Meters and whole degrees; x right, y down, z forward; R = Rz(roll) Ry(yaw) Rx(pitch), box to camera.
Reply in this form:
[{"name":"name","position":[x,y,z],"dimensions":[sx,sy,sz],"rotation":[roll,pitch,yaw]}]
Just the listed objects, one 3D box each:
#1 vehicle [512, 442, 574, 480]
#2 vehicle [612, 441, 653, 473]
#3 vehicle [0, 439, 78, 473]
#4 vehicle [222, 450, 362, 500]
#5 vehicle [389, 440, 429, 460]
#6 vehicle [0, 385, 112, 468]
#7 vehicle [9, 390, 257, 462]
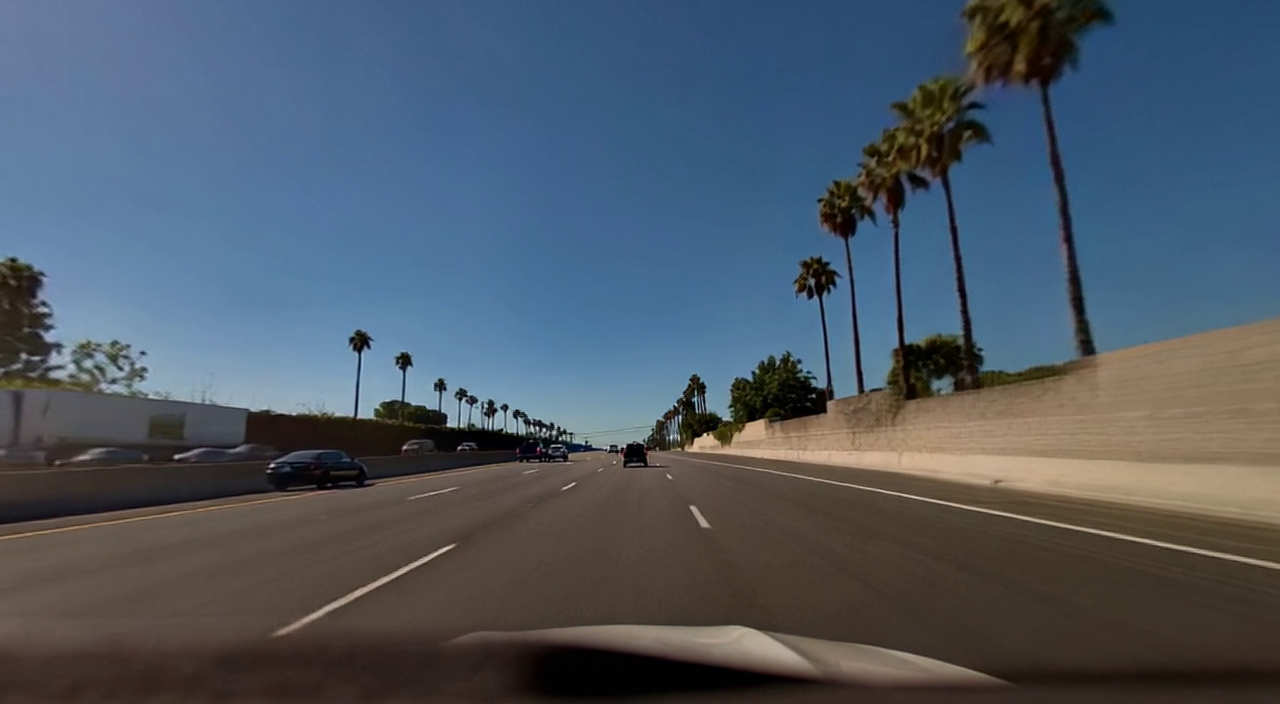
[{"name":"vehicle","position":[-4.579,5.244,30.581],"dimensions":[2.204,1.677,4.438],"rotation":[0,-9,1]},{"name":"vehicle","position":[-0.390,5.943,35.972],"dimensions":[2.201,1.672,4.128],"rotation":[0,-9,0]},{"name":"vehicle","position":[-29.038,4.807,29.287],"dimensions":[1.751,1.455,4.513],"rotation":[0,-9,1]},{"name":"vehicle","position":[-11.634,4.096,21.592],"dimensions":[1.946,1.473,4.763],"rotation":[0,-9,2]},{"name":"vehicle","position":[-17.994,7.629,49.300],"dimensions":[1.774,1.453,3.552],"rotation":[0,-9,0]},{"name":"vehicle","position":[-32.949,3.830,32.127],"dimensions":[3.163,4.010,9.911],"rotation":[0,-9,3]},{"name":"vehicle","position":[-32.844,5.306,43.009],"dimensions":[2.883,3.957,16.802],"rotation":[0,-9,1]}]
